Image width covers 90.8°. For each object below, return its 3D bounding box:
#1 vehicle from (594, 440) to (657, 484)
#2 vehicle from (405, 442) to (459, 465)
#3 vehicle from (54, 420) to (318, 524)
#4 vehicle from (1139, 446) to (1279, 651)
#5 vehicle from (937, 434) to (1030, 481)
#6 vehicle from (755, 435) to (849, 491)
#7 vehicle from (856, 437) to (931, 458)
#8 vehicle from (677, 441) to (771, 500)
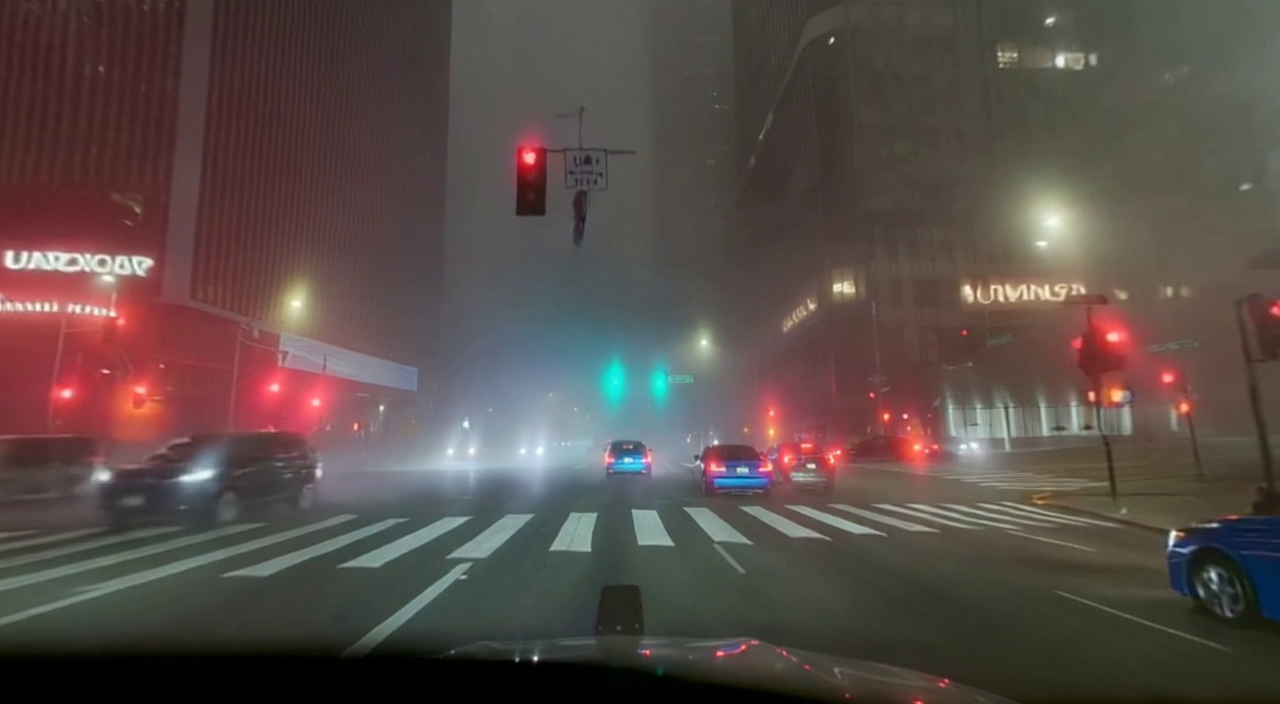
[{"bbox_3d":[-0.524,3.961,23.032,2.096,1.457,4.160,0,-9,-1],"label":"vehicle"},{"bbox_3d":[-13.020,6.385,39.764,1.939,1.326,4.340,0,-9,0],"label":"vehicle"},{"bbox_3d":[-9.316,2.497,13.684,2.142,1.817,4.823,0,-9,-1],"label":"vehicle"},{"bbox_3d":[5.672,1.273,3.521,1.914,1.484,4.639,0,-9,-1],"label":"vehicle"},{"bbox_3d":[14.452,4.373,26.472,4.640,1.794,2.008,8,-12,-43],"label":"vehicle"},{"bbox_3d":[5.512,3.840,22.177,2.015,1.745,4.444,0,-9,-2],"label":"vehicle"},{"bbox_3d":[18.954,7.136,47.332,4.862,1.495,1.956,1,-9,-7],"label":"vehicle"},{"bbox_3d":[2.266,3.337,18.288,1.987,1.484,4.427,0,-9,-2],"label":"vehicle"}]
